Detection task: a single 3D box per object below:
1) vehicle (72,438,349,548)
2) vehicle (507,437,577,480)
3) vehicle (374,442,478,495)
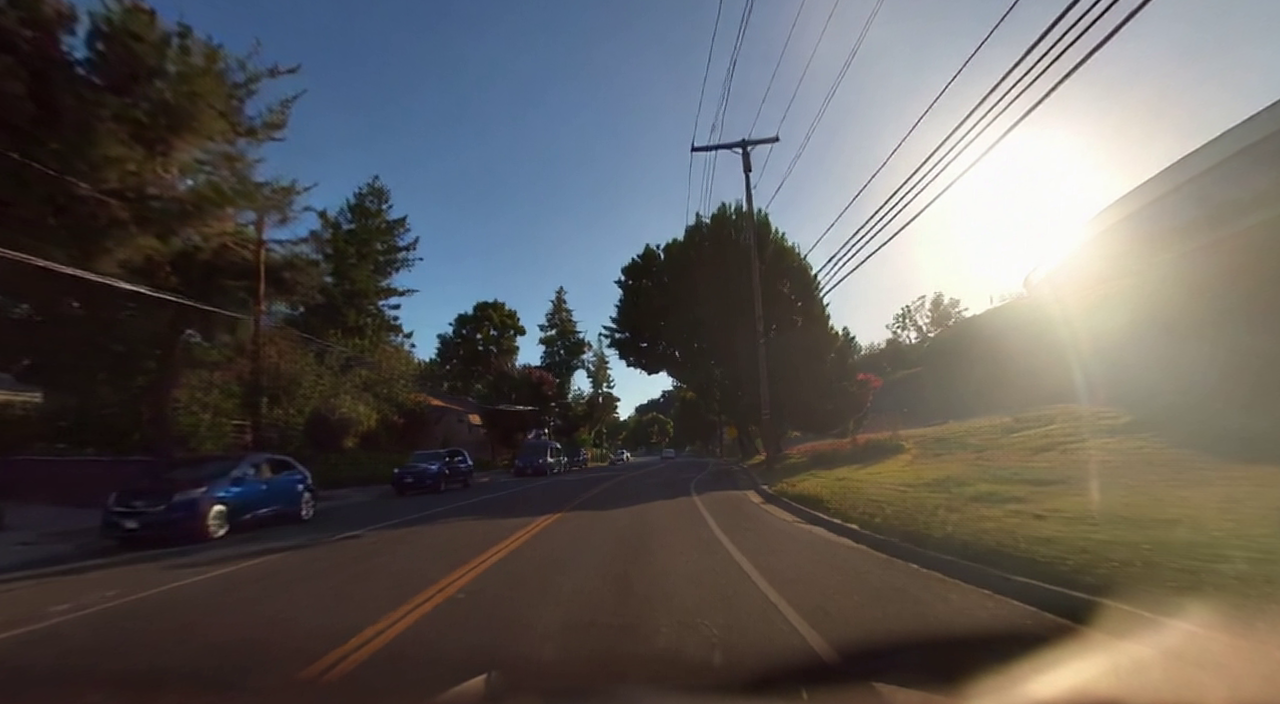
[{"bbox_3d":[-7.438,2.523,11.663,1.840,1.523,4.333,2,-11,3],"label":"vehicle"},{"bbox_3d":[-5.238,5.777,34.569,2.295,1.989,5.055,-6,-10,8],"label":"vehicle"},{"bbox_3d":[-6.975,3.914,21.048,1.927,1.542,3.886,-2,-11,3],"label":"vehicle"}]
